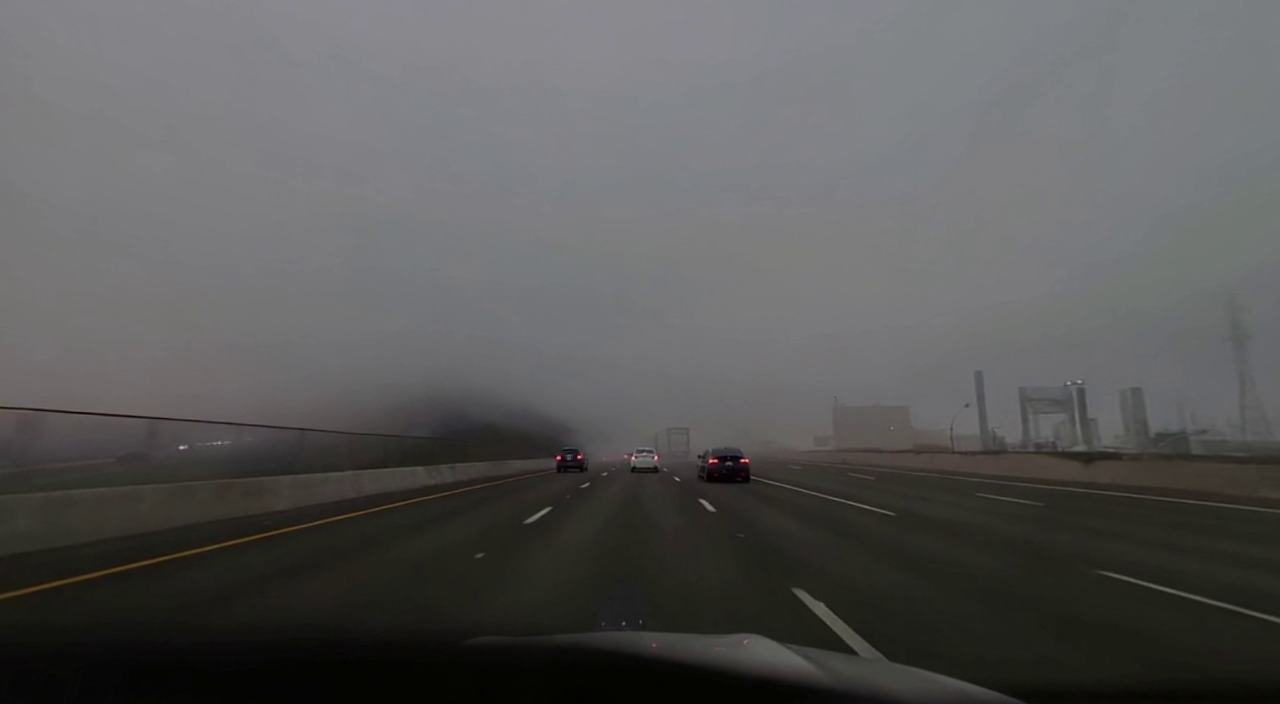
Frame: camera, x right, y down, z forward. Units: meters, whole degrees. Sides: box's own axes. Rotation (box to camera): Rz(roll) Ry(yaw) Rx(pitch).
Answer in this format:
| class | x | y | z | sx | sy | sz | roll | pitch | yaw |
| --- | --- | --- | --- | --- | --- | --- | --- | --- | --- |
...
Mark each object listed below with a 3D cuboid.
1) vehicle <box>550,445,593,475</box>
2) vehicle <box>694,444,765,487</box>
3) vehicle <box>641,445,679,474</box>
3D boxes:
| class | x | y | z | sx | sy | sz | roll | pitch | yaw |
| --- | --- | --- | --- | --- | --- | --- | --- | --- | --- |
| vehicle | -3.971 | 6.290 | 37.019 | 2.036 | 1.669 | 4.112 | 0 | -8 | 0 |
| vehicle | 3.249 | 4.218 | 23.818 | 1.942 | 1.453 | 4.329 | 0 | -8 | -1 |
| vehicle | 1.147 | 6.314 | 37.465 | 2.067 | 1.555 | 4.851 | -1 | -8 | 1 |
